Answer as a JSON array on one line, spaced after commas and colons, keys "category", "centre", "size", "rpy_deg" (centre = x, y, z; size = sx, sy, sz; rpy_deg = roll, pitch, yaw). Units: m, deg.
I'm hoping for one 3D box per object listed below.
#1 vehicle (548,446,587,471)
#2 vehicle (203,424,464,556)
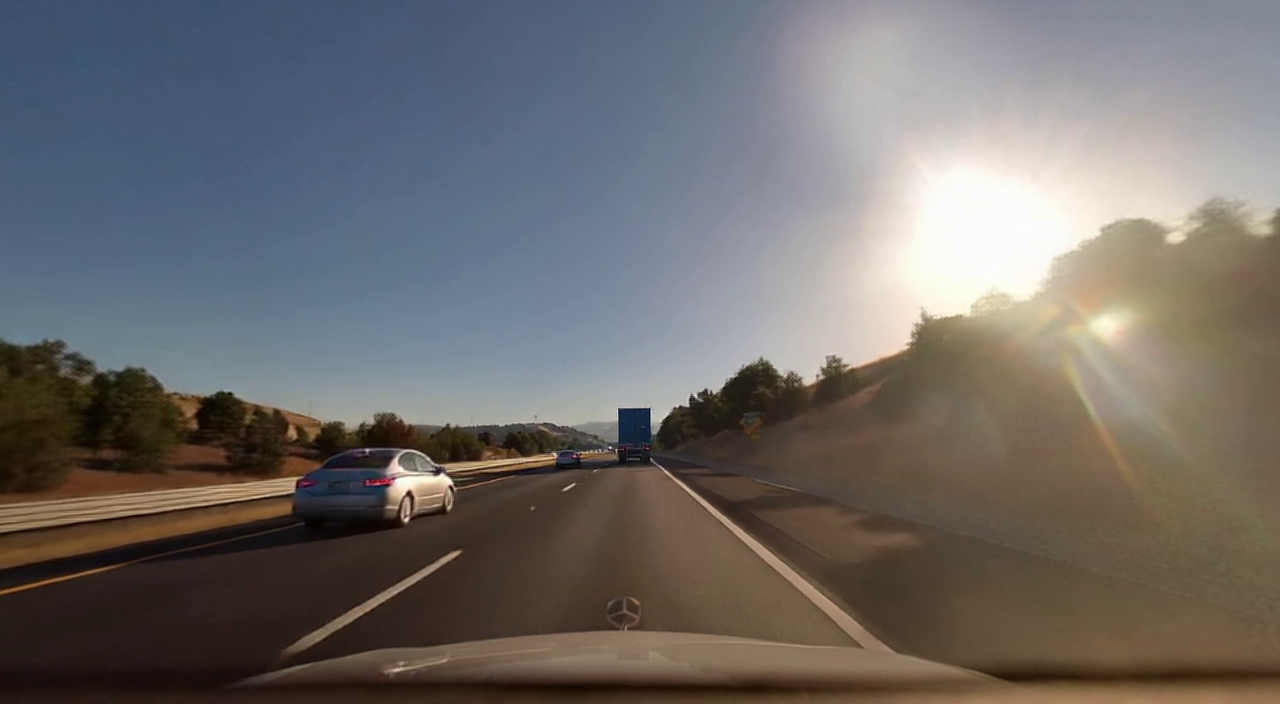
[{"category": "vehicle", "centre": [-4.495, 6.672, 39.704], "size": [1.978, 1.507, 4.062], "rpy_deg": [0, -9, 0]}, {"category": "vehicle", "centre": [-4.407, 2.041, 10.009], "size": [1.991, 1.618, 4.211], "rpy_deg": [0, -9, 0]}]
